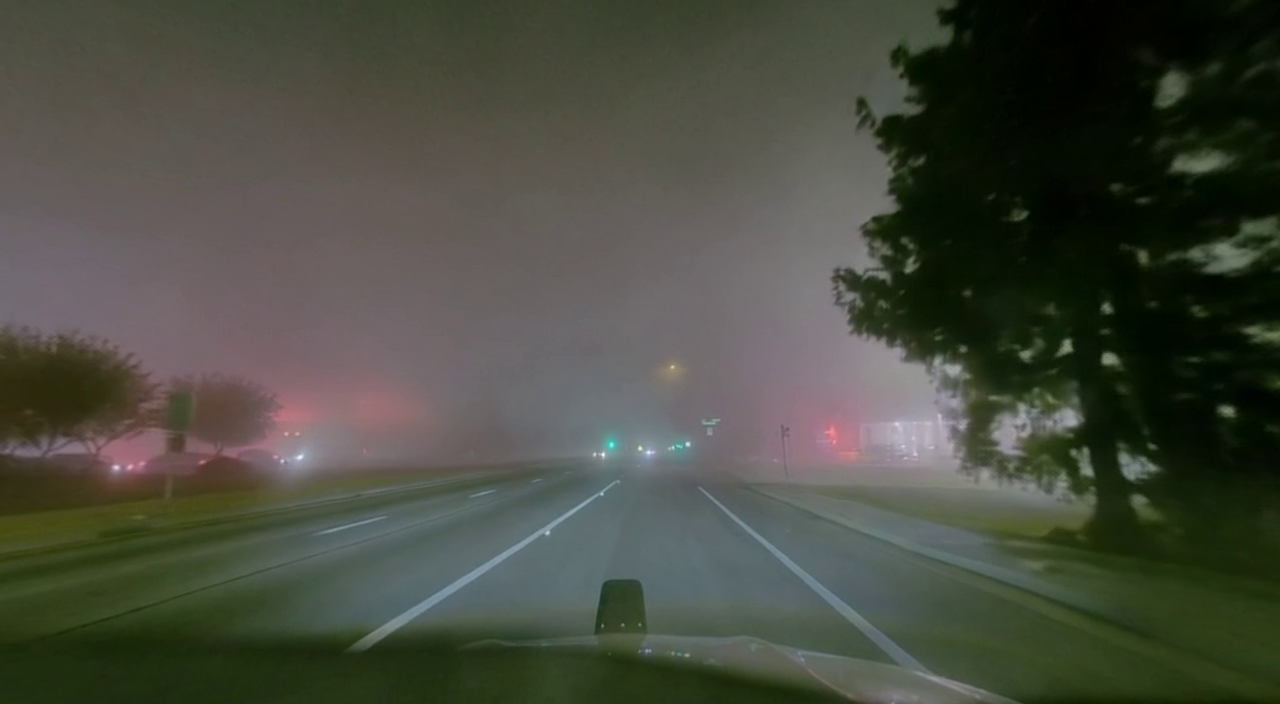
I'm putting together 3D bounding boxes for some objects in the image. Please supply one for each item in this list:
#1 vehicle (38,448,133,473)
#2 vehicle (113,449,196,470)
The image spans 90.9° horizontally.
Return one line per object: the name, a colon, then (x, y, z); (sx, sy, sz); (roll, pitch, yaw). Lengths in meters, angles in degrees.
vehicle: (-35.194, 6.867, 40.103); (4.261, 1.480, 2.026); (-1, -8, 4)
vehicle: (-34.482, 7.656, 44.851); (4.276, 1.404, 1.978); (-1, -8, 4)
